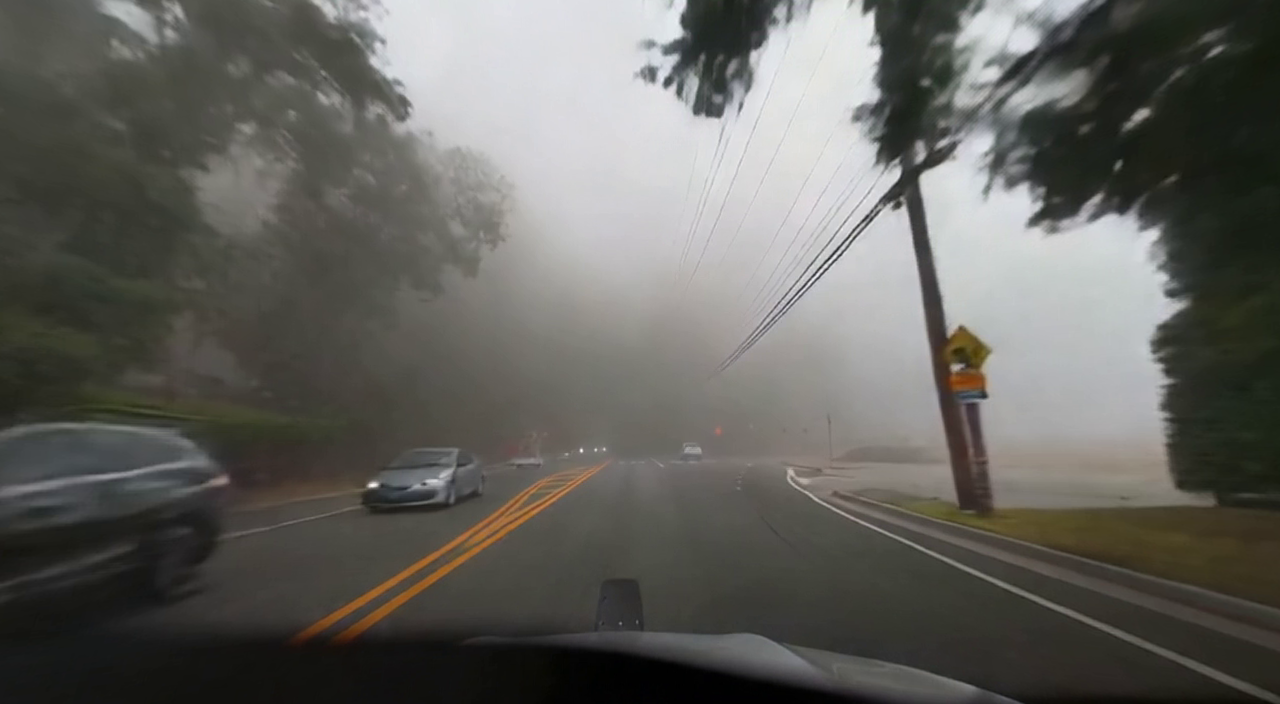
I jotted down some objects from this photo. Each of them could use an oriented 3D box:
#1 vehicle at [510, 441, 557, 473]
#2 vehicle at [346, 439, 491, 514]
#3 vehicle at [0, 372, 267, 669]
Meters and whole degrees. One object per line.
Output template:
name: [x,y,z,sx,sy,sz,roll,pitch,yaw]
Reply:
vehicle: [-5.822,5.812,34.963,2.001,1.616,4.064,0,-9,-1]
vehicle: [-4.988,2.864,15.026,1.909,1.463,4.569,0,-9,-2]
vehicle: [-5.039,1.121,4.404,2.228,1.792,4.397,0,-9,-1]
